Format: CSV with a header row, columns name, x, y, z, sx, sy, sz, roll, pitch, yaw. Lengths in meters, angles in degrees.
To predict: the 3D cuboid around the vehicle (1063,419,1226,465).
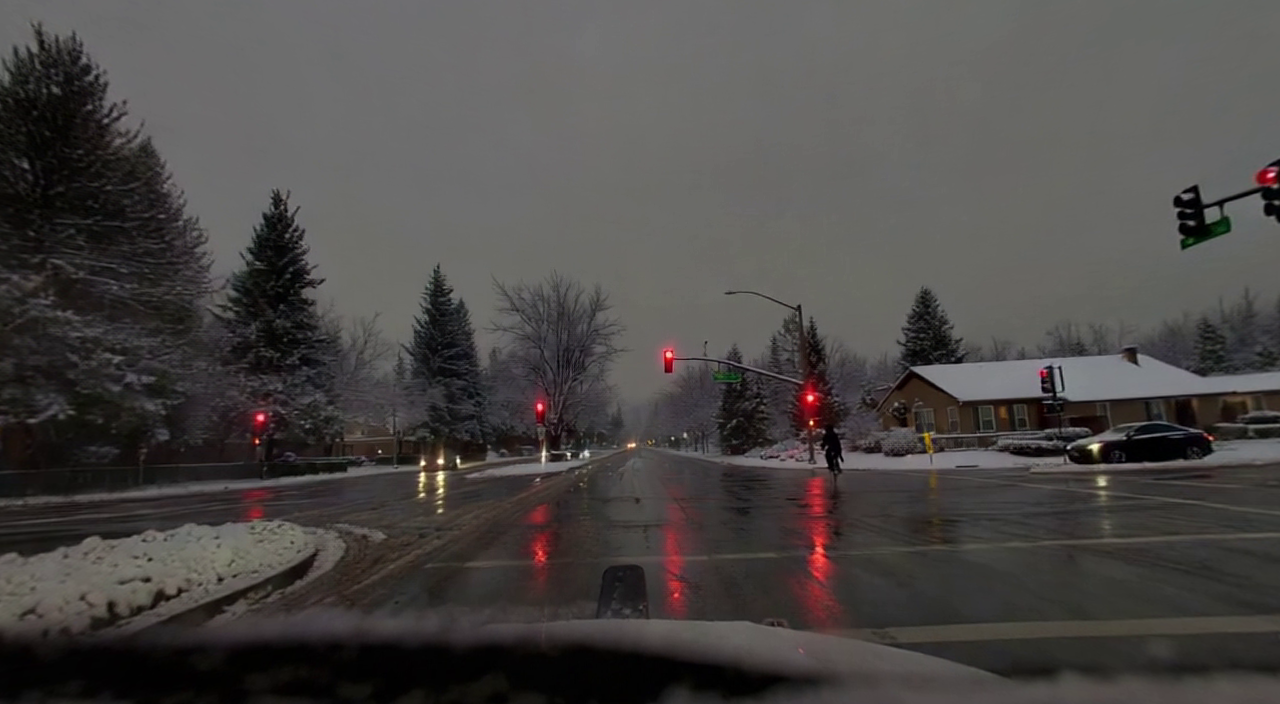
name,x,y,z,sx,sy,sz,roll,pitch,yaw
vehicle,17.299,3.108,21.766,3.969,1.493,1.823,0,-9,1
